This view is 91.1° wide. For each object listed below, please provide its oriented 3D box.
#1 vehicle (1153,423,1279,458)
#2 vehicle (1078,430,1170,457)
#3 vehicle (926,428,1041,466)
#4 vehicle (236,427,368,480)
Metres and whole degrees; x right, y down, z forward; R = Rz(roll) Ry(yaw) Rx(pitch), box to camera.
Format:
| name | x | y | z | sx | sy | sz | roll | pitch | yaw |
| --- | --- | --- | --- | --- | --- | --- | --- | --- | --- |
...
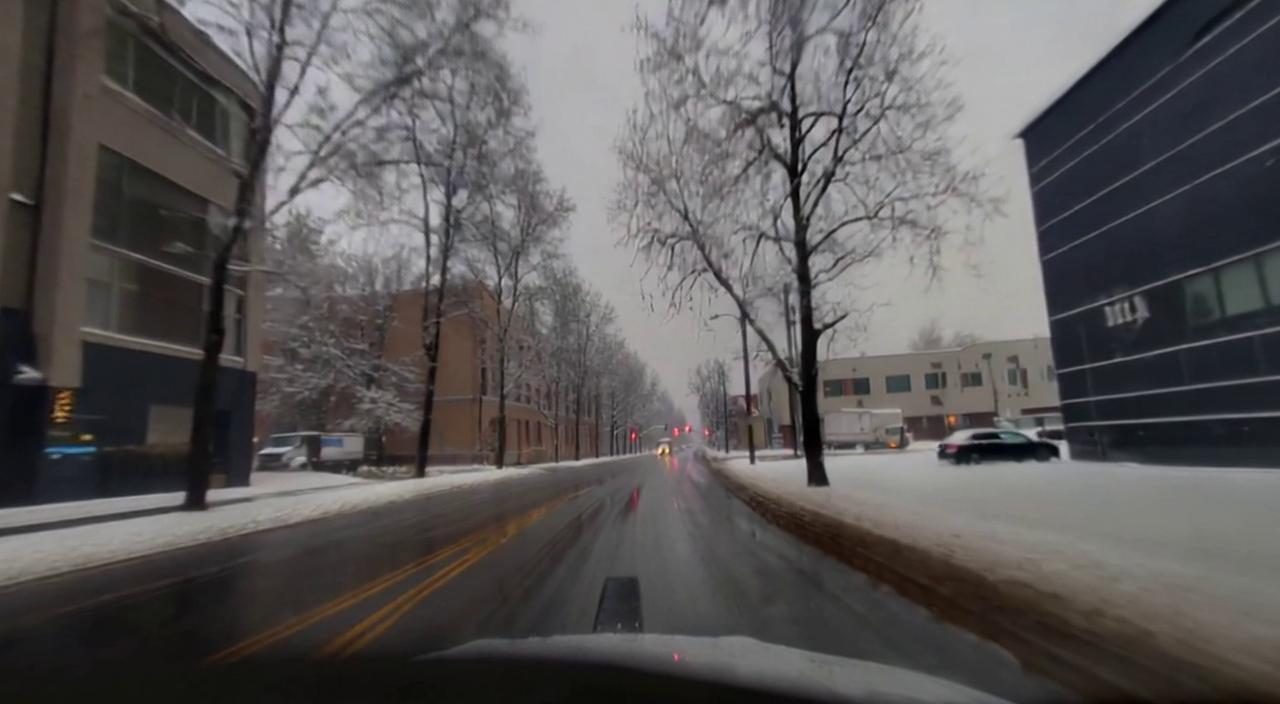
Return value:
| name | x | y | z | sx | sy | sz | roll | pitch | yaw |
| --- | --- | --- | --- | --- | --- | --- | --- | --- | --- |
| vehicle | 26.852 | 4.118 | 29.102 | 4.307 | 1.544 | 1.949 | -1 | -9 | 7 |
| vehicle | 27.348 | 5.212 | 35.625 | 3.531 | 1.414 | 1.906 | -1 | -9 | 6 |
| vehicle | 15.207 | 4.227 | 27.980 | 3.997 | 1.579 | 1.799 | -1 | -10 | 3 |
| vehicle | -19.414 | 5.820 | 36.678 | 2.166 | 2.698 | 7.006 | -7 | -9 | 20 |
